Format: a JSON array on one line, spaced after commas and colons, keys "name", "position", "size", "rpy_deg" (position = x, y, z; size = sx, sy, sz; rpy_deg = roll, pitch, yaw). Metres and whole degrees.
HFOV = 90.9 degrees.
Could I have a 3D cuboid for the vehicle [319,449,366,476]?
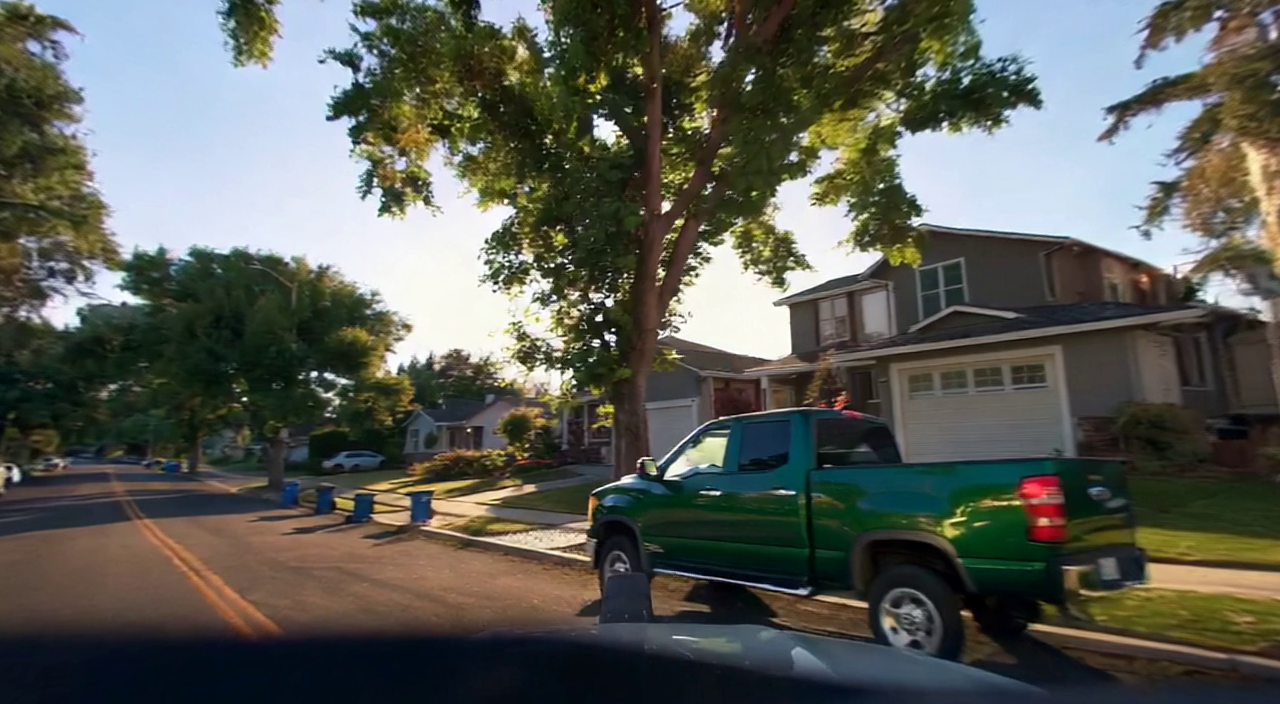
[{"name": "vehicle", "position": [-22.139, 8.174, 46.854], "size": [1.936, 1.687, 4.714], "rpy_deg": [4, -8, -40]}]
